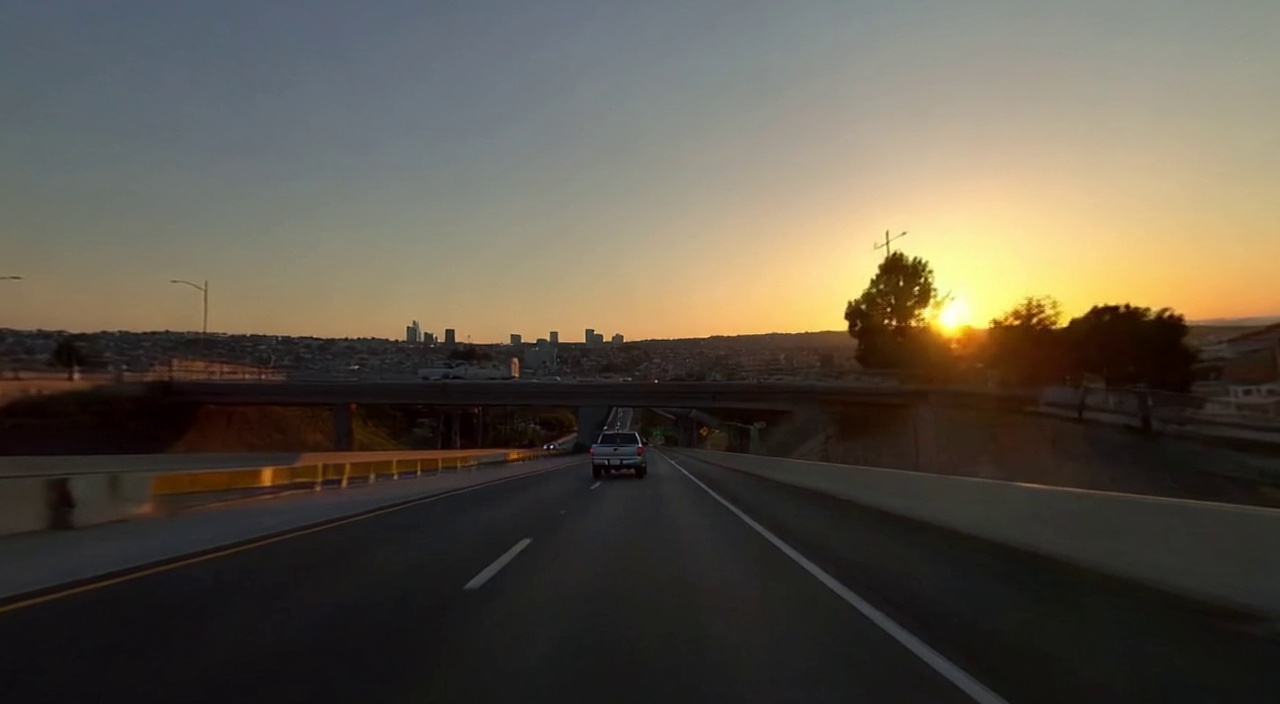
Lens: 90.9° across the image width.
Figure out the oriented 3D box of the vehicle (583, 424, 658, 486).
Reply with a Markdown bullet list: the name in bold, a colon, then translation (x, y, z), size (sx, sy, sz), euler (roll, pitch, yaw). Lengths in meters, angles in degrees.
- **vehicle**: translation (-0.555, 3.710, 23.009), size (2.350, 1.932, 5.562), euler (-1, -8, 2)
